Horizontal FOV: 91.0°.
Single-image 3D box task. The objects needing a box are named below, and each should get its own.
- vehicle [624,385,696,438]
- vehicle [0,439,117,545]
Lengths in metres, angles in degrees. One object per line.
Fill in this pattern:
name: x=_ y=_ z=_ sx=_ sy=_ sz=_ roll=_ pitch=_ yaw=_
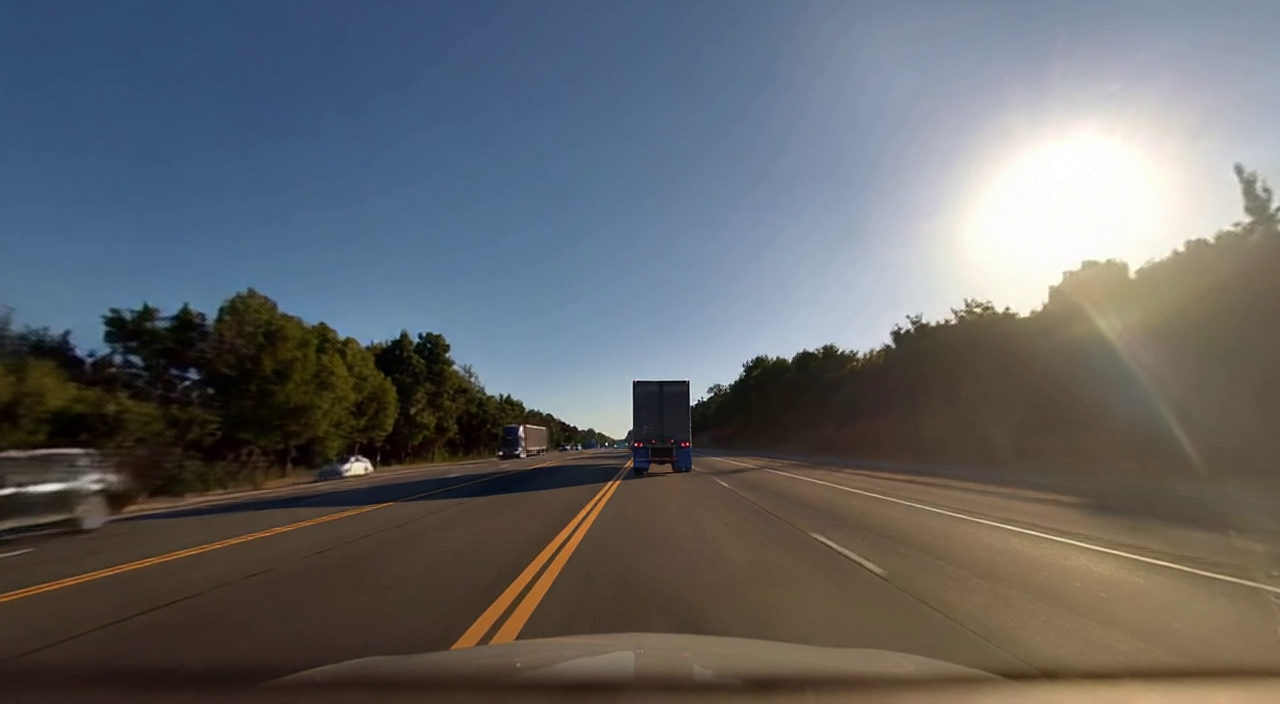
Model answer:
vehicle: x=0.666 y=2.493 z=25.357 sx=2.509 sy=1.890 sz=4.732 roll=0 pitch=-8 yaw=-3
vehicle: x=-11.455 y=2.323 z=10.468 sx=1.873 sy=1.712 sz=4.097 roll=0 pitch=-8 yaw=1
